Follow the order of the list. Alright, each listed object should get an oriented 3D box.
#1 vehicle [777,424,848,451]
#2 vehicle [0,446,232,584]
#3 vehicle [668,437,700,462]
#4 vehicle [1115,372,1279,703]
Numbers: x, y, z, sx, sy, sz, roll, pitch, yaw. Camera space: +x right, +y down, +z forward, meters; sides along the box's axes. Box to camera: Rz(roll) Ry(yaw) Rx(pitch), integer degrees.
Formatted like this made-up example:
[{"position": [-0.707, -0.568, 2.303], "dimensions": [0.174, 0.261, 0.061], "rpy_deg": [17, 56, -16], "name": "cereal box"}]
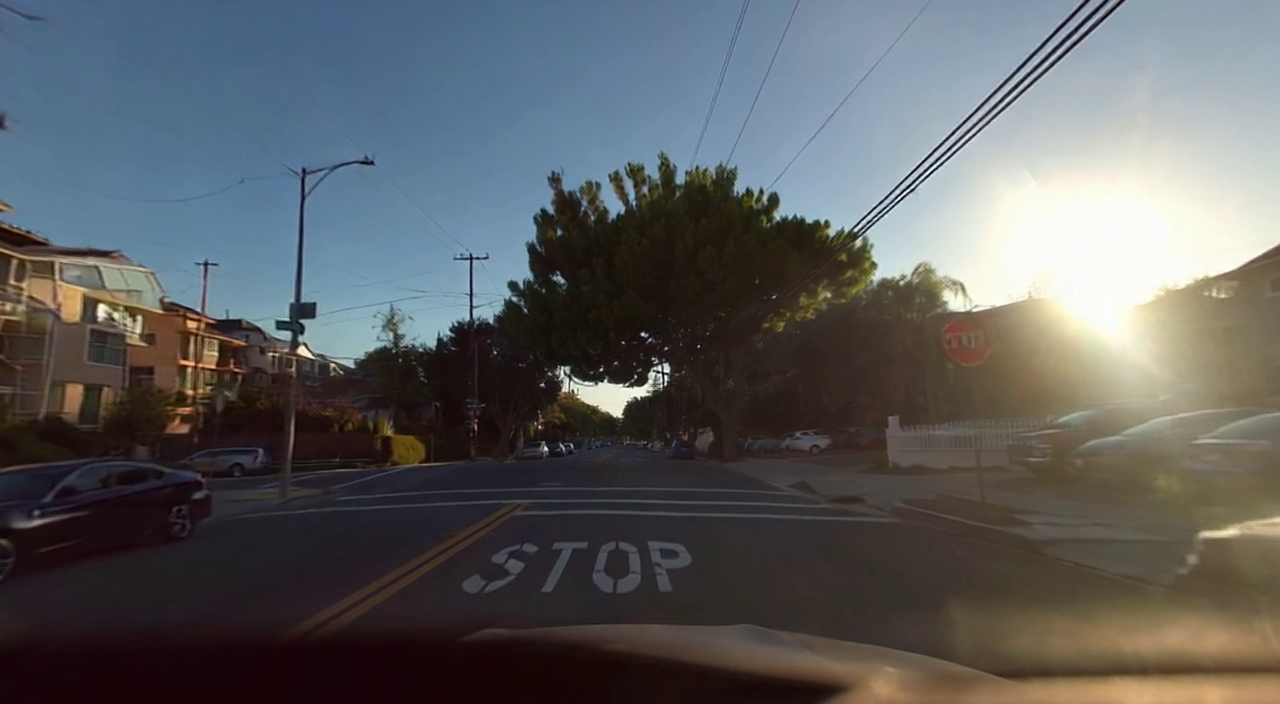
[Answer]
[{"position": [11.321, 5.620, 41.418], "dimensions": [4.509, 1.664, 1.981], "rpy_deg": [6, -10, -34], "name": "vehicle"}, {"position": [-8.151, 2.107, 8.739], "dimensions": [2.018, 1.493, 4.693], "rpy_deg": [-2, -8, -2], "name": "vehicle"}, {"position": [3.282, 7.412, 48.030], "dimensions": [1.993, 1.755, 4.256], "rpy_deg": [0, -8, -2], "name": "vehicle"}, {"position": [3.718, 0.720, 1.448], "dimensions": [1.976, 1.614, 4.052], "rpy_deg": [0, -8, -2], "name": "vehicle"}]
